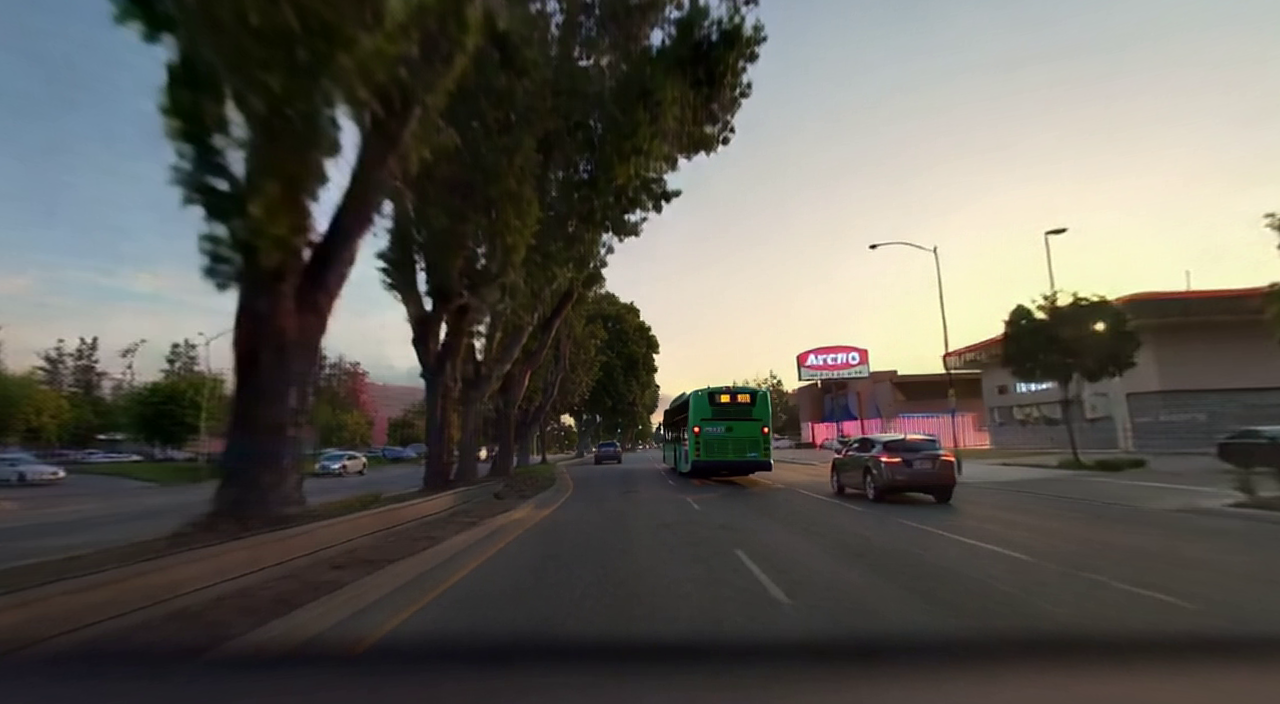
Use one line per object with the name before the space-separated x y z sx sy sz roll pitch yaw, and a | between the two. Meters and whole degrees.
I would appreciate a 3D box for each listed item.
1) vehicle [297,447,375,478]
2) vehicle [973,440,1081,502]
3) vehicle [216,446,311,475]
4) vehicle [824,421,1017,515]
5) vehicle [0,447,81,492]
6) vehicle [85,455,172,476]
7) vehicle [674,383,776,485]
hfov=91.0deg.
vehicle | -19.121 6.943 39.923 2.277 1.764 5.283 -2 -8 1
vehicle | 10.837 3.193 17.452 2.042 1.456 4.800 -6 -10 36
vehicle | -25.140 7.260 42.168 4.857 1.846 2.185 0 -8 -2
vehicle | 5.976 2.528 14.221 2.129 1.754 4.668 0 -8 -1
vehicle | -28.188 5.152 27.768 2.181 1.901 5.196 0 -8 0
vehicle | -38.692 8.583 47.709 4.646 1.447 2.215 0 -9 0
vehicle | 2.994 3.320 25.085 2.766 3.306 9.281 0 -8 0
